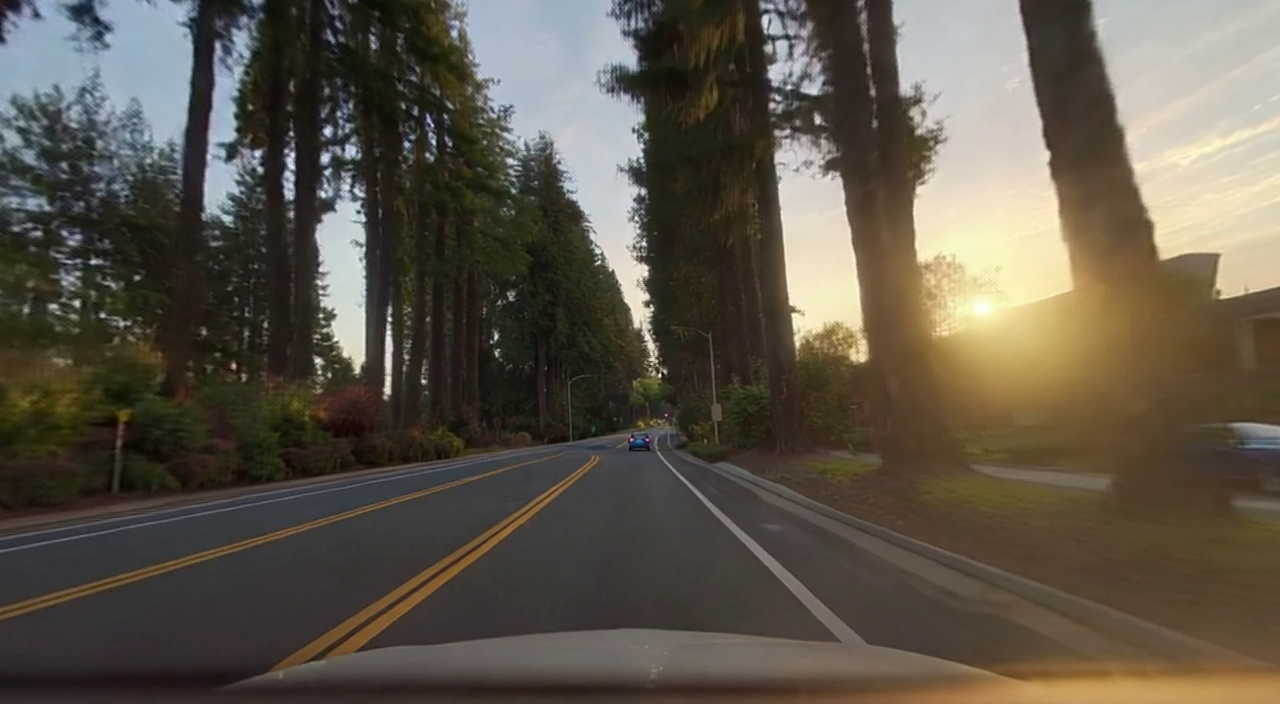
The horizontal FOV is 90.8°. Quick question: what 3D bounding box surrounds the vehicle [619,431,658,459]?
[{"bbox_3d":[-0.090,5.279,35.924,2.067,1.486,3.861,0,-9,0],"label":"vehicle"}]
